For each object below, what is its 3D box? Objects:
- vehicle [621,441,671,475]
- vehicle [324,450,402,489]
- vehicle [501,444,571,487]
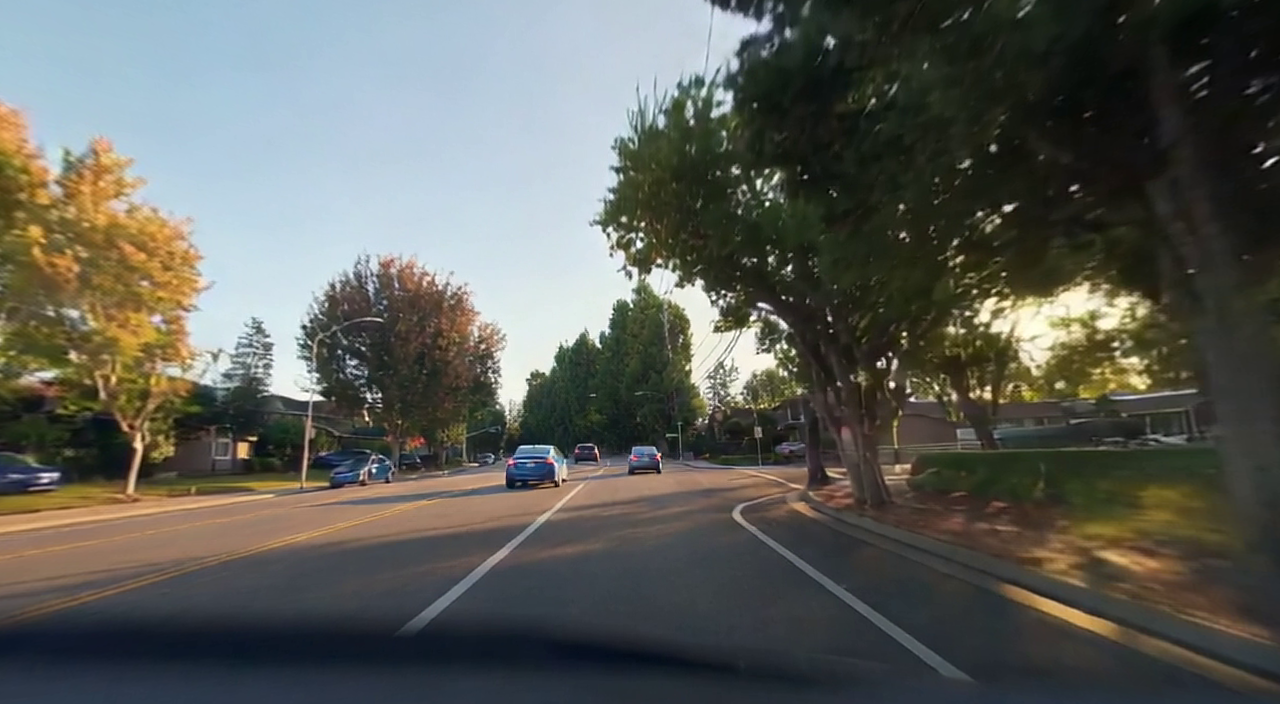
[{"bbox_3d":[0.199,4.986,29.973,2.168,1.504,4.284,0,-8,-2],"label":"vehicle"},{"bbox_3d":[-14.352,6.080,33.094,2.083,1.817,4.532,0,-8,-1],"label":"vehicle"},{"bbox_3d":[-3.732,4.156,23.486,1.913,1.425,4.235,0,-8,-1],"label":"vehicle"}]
